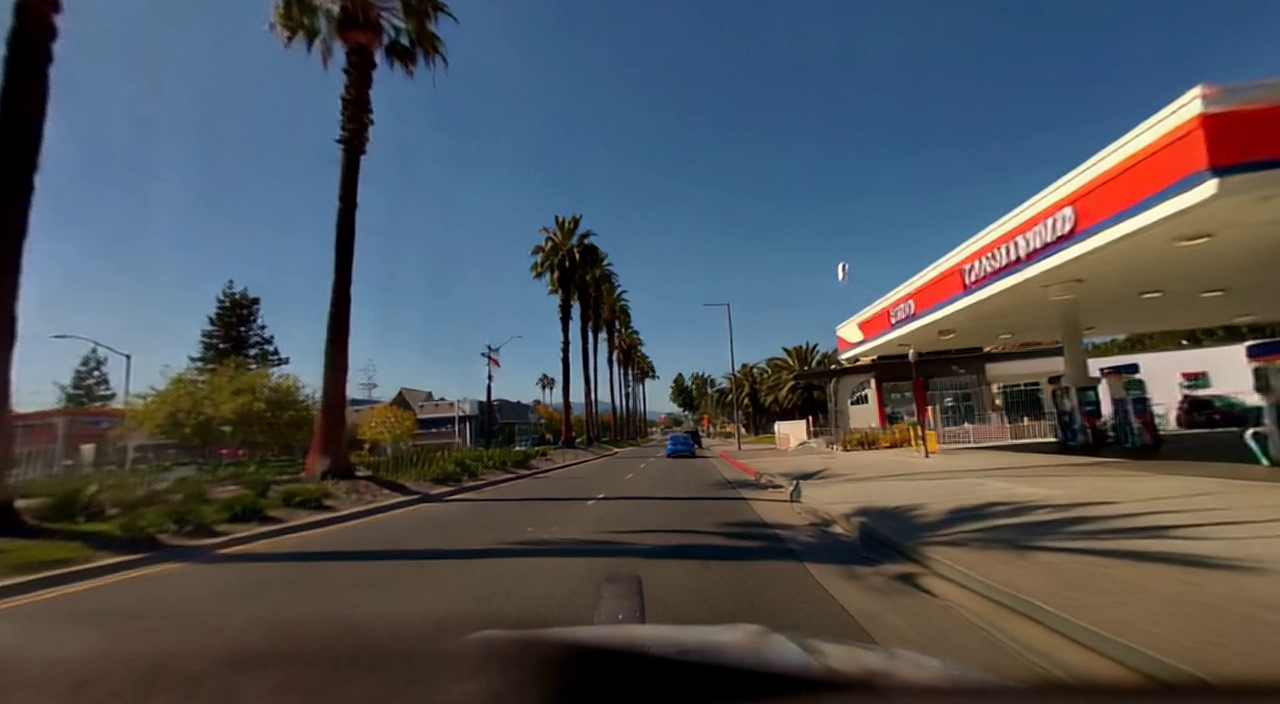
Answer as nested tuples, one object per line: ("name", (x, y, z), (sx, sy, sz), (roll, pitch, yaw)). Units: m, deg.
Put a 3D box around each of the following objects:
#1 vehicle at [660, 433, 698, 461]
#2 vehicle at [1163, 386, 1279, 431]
("vehicle", (2.323, 5.513, 36.516), (2.050, 1.509, 4.148), (-1, -8, 5))
("vehicle", (26.194, 2.460, 27.523), (4.513, 1.657, 2.002), (-5, -9, 10))
